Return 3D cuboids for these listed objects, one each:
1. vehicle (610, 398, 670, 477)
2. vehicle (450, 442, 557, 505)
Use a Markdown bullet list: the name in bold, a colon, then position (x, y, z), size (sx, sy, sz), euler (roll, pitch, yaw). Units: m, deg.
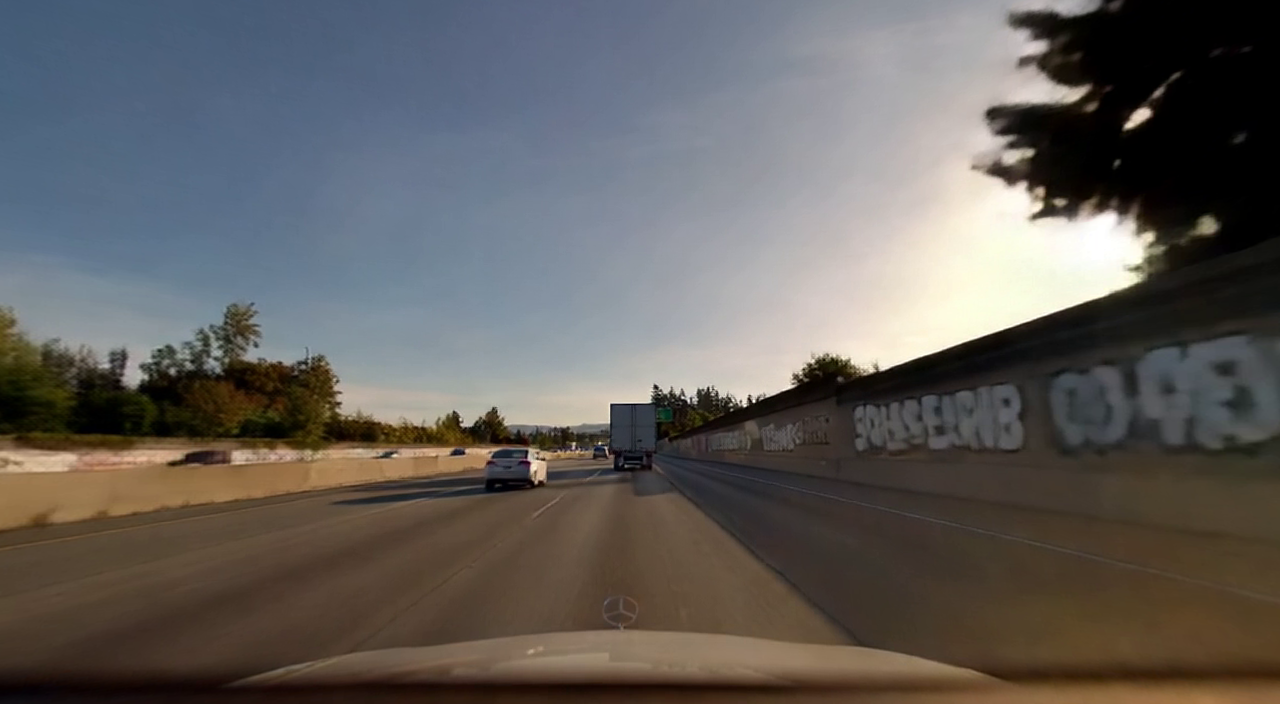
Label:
- **vehicle**: position (-0.108, 5.212, 37.506), size (3.042, 4.023, 10.832), euler (0, -9, -1)
- **vehicle**: position (-3.718, 3.395, 17.892), size (2.158, 1.538, 4.047), euler (0, -9, 0)
